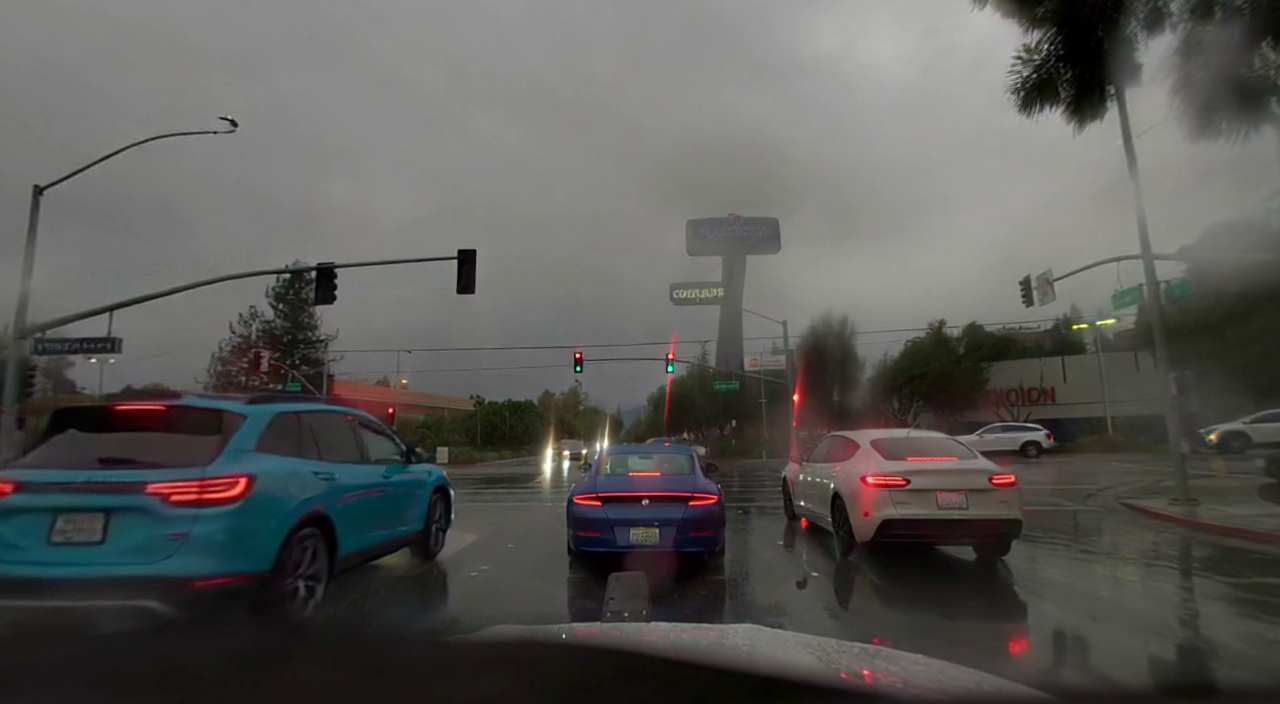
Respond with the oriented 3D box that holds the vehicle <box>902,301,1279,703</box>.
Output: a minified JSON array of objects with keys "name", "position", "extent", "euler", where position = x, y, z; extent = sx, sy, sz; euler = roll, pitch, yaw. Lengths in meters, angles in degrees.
[{"name":"vehicle","position":[3.100,0.804,2.532],"extent":[2.143,1.759,4.531],"euler":[0,-8,0]}]

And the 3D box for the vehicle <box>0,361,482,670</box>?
[{"name":"vehicle","position":[-3.236,1.295,6.135],"extent":[2.061,1.781,4.842],"euler":[0,-8,1]}]

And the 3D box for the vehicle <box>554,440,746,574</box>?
[{"name":"vehicle","position":[0.114,1.869,8.398],"extent":[1.945,1.343,3.827],"euler":[0,-8,0]}]
